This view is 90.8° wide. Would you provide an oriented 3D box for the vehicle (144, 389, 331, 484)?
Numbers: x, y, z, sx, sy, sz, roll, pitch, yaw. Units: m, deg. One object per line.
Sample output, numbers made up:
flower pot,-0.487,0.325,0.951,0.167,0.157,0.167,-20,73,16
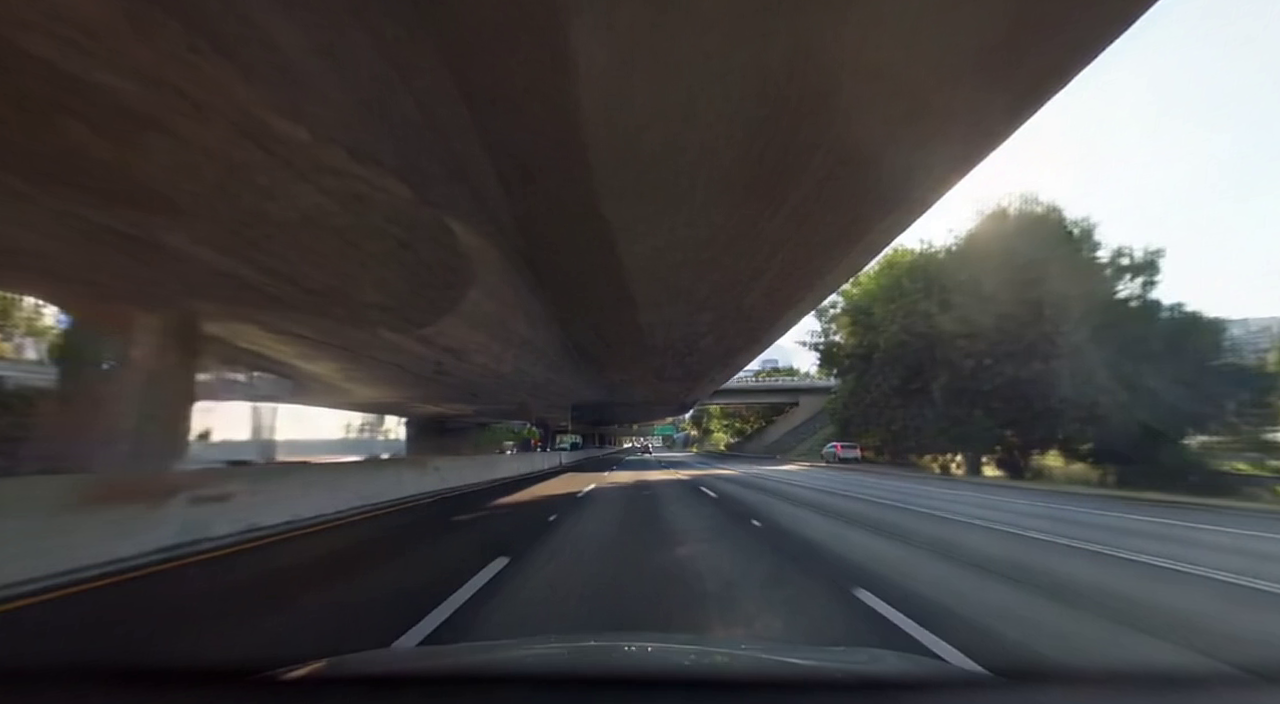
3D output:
vehicle,-17.848,3.912,28.996,3.120,3.701,8.247,0,-9,-1
